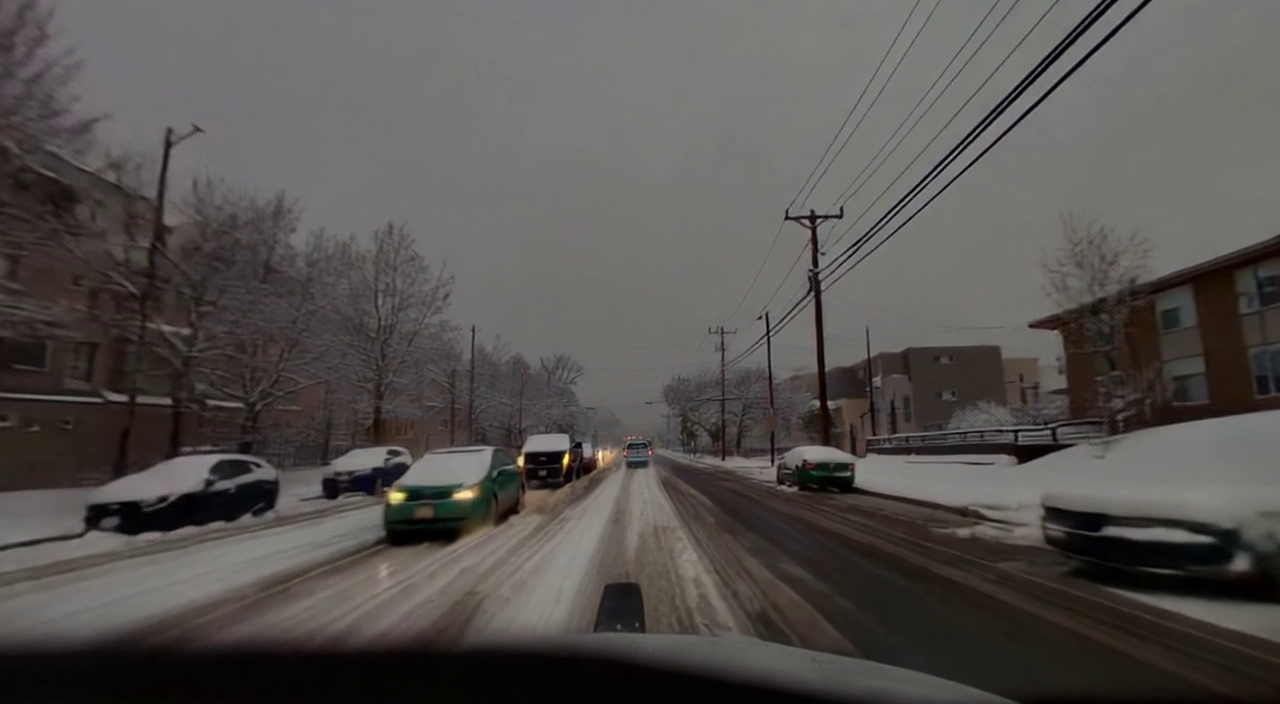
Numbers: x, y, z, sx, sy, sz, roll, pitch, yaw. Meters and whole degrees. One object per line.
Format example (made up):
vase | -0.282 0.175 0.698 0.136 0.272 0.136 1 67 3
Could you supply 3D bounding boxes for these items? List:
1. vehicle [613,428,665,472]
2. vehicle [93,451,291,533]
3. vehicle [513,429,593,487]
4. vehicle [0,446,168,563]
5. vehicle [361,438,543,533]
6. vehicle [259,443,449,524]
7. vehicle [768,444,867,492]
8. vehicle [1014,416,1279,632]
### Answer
vehicle | -0.004 4.733 30.296 2.308 1.940 4.125 -1 -10 1
vehicle | -9.664 2.994 14.050 1.760 1.497 3.608 0 -8 -1
vehicle | -3.020 3.802 23.061 2.178 1.861 4.920 0 -8 0
vehicle | -9.445 2.247 9.236 1.790 1.527 4.123 -1 -14 1
vehicle | -3.311 2.436 12.265 2.057 1.476 4.593 0 -8 1
vehicle | -6.024 2.777 14.096 2.023 1.492 4.666 0 -8 1
vehicle | 6.038 3.980 22.167 1.943 1.490 4.783 0 -8 -2
vehicle | 6.271 1.440 5.514 2.350 1.706 5.901 0 -8 -1
